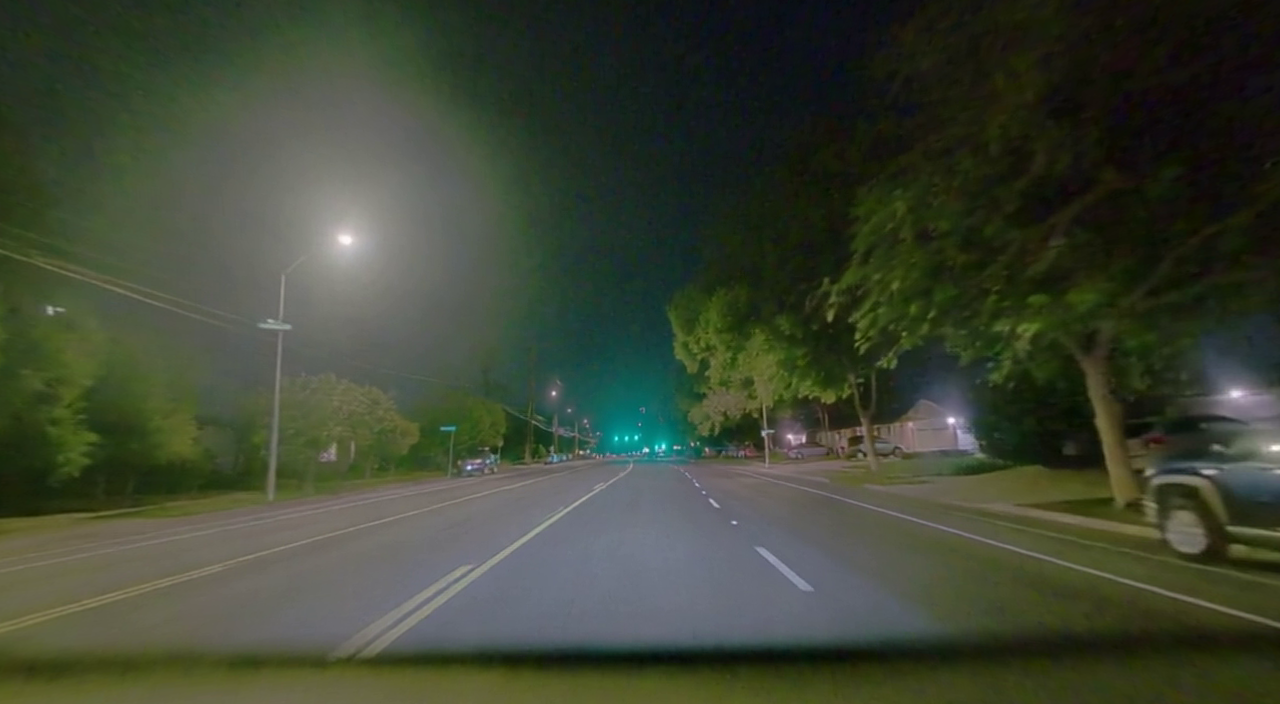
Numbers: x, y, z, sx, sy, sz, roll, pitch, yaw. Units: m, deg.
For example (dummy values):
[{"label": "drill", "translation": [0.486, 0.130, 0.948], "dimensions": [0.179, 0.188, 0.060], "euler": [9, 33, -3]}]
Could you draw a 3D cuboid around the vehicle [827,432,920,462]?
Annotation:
[{"label": "vehicle", "translation": [14.070, 5.770, 38.321], "dimensions": [4.793, 1.744, 2.055], "euler": [-1, -9, 1]}]

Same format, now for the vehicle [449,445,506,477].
[{"label": "vehicle", "translation": [-10.767, 7.318, 42.378], "dimensions": [2.347, 1.960, 5.167], "euler": [-2, -10, 2]}]

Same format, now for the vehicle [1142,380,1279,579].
[{"label": "vehicle", "translation": [7.443, 1.153, 5.560], "dimensions": [2.040, 1.970, 4.753], "euler": [0, -9, 0]}]
